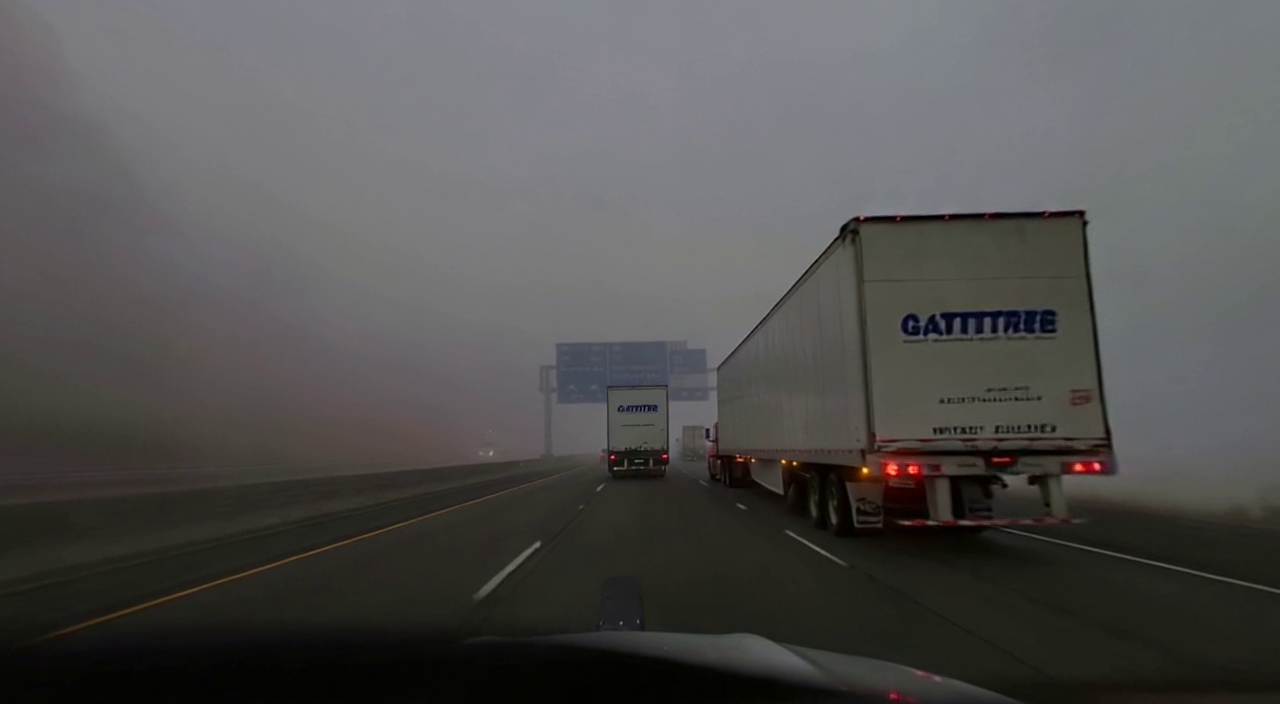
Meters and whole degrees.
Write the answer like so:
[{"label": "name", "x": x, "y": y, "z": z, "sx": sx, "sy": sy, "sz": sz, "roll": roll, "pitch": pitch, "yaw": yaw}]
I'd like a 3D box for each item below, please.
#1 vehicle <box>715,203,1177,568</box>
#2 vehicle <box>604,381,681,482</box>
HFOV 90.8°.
[{"label": "vehicle", "x": 4.201, "y": 1.379, "z": 14.290, "sx": 3.044, "sy": 4.128, "sz": 14.482, "roll": 0, "pitch": -9, "yaw": -1}, {"label": "vehicle", "x": 0.135, "y": 3.723, "z": 28.672, "sx": 2.864, "sy": 3.805, "sz": 9.709, "roll": -1, "pitch": -9, "yaw": 1}]
